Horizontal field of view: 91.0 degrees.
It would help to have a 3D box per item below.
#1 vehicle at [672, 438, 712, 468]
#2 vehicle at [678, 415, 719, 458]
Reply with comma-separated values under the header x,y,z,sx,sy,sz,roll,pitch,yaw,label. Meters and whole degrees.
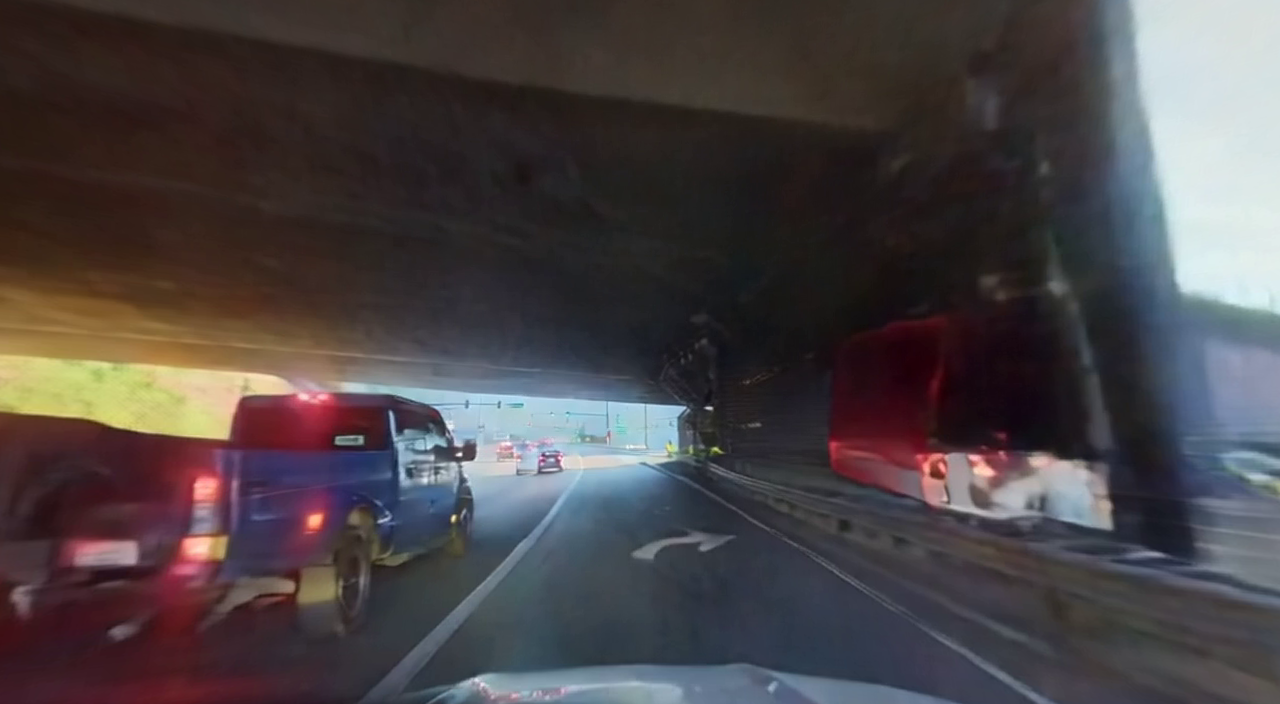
x,y,z,sx,sy,sz,roll,pitch,yaw,label
2.722,5.240,32.925,1.947,1.475,3.962,-1,-8,5,vehicle
4.296,6.467,47.900,2.625,2.975,8.237,0,-8,2,vehicle
